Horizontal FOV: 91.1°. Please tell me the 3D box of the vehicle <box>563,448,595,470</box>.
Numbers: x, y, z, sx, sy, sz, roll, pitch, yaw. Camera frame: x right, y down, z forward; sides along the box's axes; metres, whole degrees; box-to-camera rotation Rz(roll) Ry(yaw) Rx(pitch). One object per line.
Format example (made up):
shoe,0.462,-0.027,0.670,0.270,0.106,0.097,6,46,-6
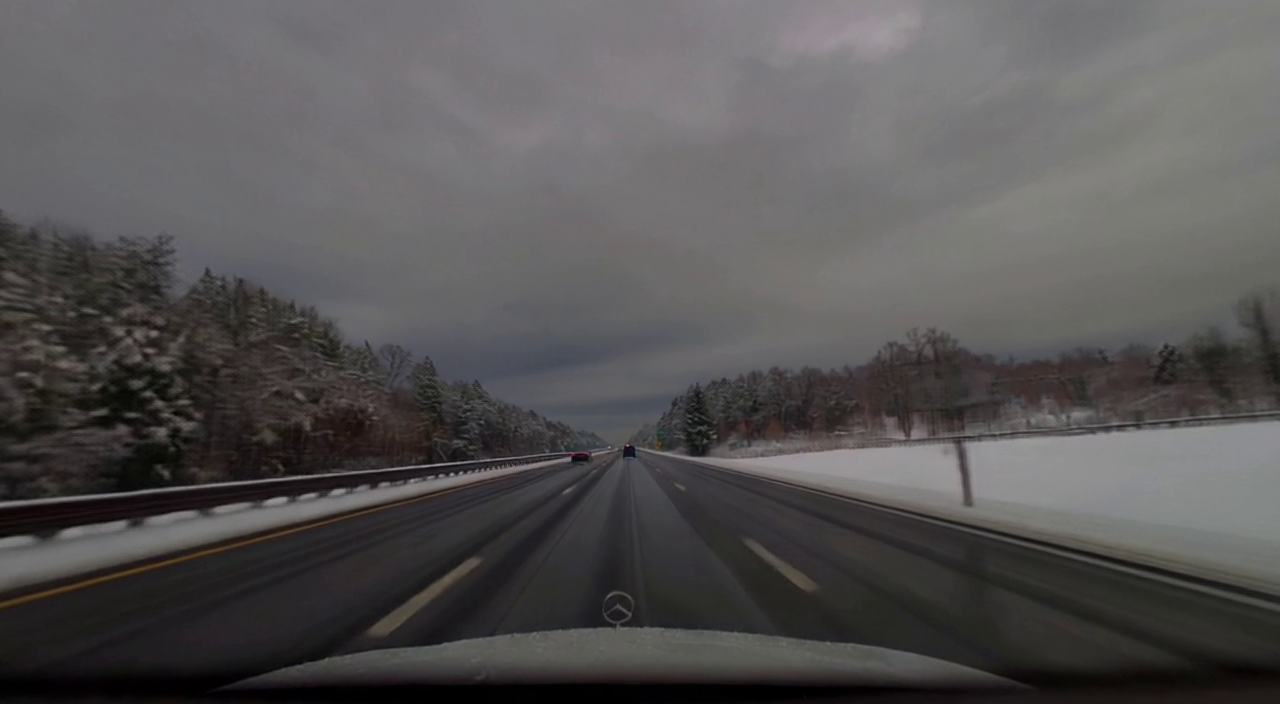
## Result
vehicle,-4.372,7.716,45.692,1.970,1.492,3.944,0,-9,0
